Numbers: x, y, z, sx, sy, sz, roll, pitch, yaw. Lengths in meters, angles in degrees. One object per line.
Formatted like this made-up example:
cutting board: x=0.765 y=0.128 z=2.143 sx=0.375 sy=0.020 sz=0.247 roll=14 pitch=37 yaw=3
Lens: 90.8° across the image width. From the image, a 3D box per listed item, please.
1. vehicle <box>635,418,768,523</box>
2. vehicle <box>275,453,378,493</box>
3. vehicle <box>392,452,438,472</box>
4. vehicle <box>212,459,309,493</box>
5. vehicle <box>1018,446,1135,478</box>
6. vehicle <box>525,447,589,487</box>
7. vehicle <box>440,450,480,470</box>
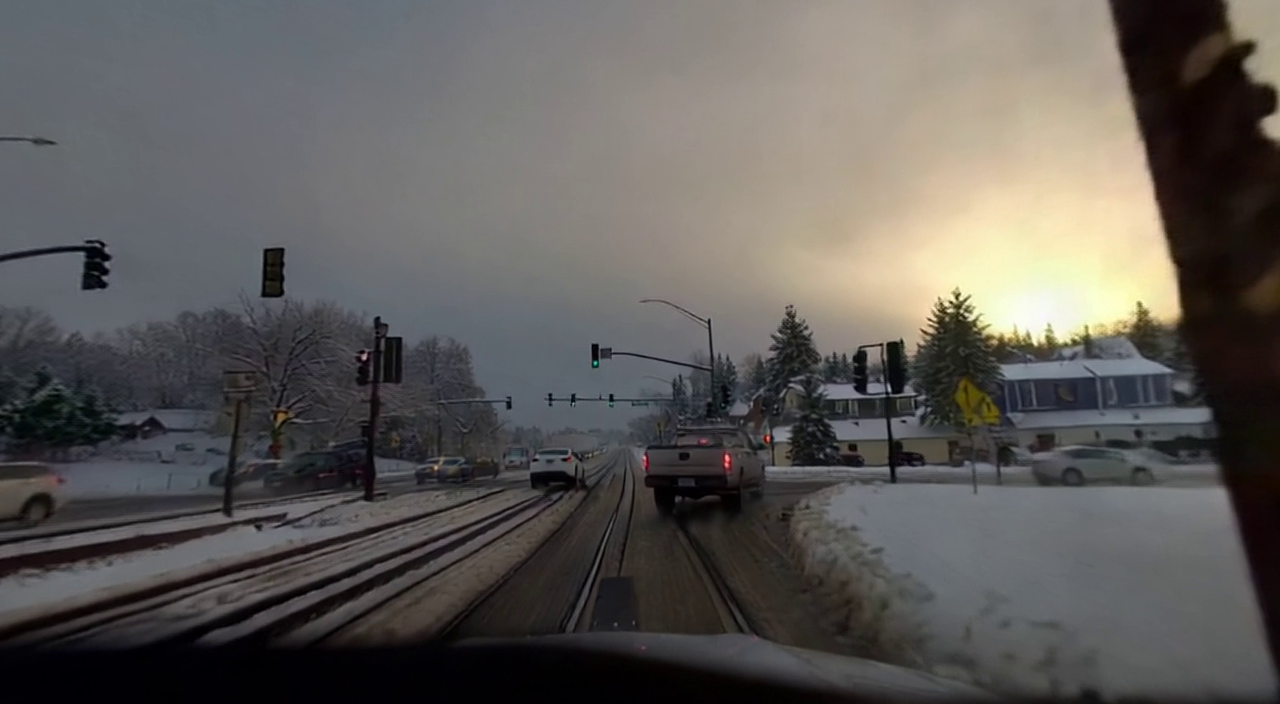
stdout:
vehicle: x=1.643 y=2.651 z=14.615 sx=2.404 sy=1.926 sz=5.251 roll=-2 pitch=-9 yaw=12
vehicle: x=-13.122 y=5.068 z=26.818 sx=2.027 sy=1.482 sz=4.711 roll=0 pitch=-9 yaw=-1
vehicle: x=-17.498 y=8.548 z=49.365 sx=1.908 sy=1.482 sz=4.621 roll=0 pitch=-9 yaw=-1
vehicle: x=-17.052 y=5.574 z=28.654 sx=1.880 sy=1.377 sz=4.201 roll=0 pitch=-9 yaw=-2
vehicle: x=21.866 y=5.516 z=31.764 sx=4.412 sy=1.494 sz=2.136 roll=1 pitch=-9 yaw=-8
vehicle: x=-3.315 y=4.694 z=26.131 sx=2.004 sy=1.482 sz=4.799 roll=0 pitch=-9 yaw=0
vehicle: x=-13.818 y=8.321 z=48.789 sx=1.864 sy=1.456 sz=4.409 roll=0 pitch=-9 yaw=0
